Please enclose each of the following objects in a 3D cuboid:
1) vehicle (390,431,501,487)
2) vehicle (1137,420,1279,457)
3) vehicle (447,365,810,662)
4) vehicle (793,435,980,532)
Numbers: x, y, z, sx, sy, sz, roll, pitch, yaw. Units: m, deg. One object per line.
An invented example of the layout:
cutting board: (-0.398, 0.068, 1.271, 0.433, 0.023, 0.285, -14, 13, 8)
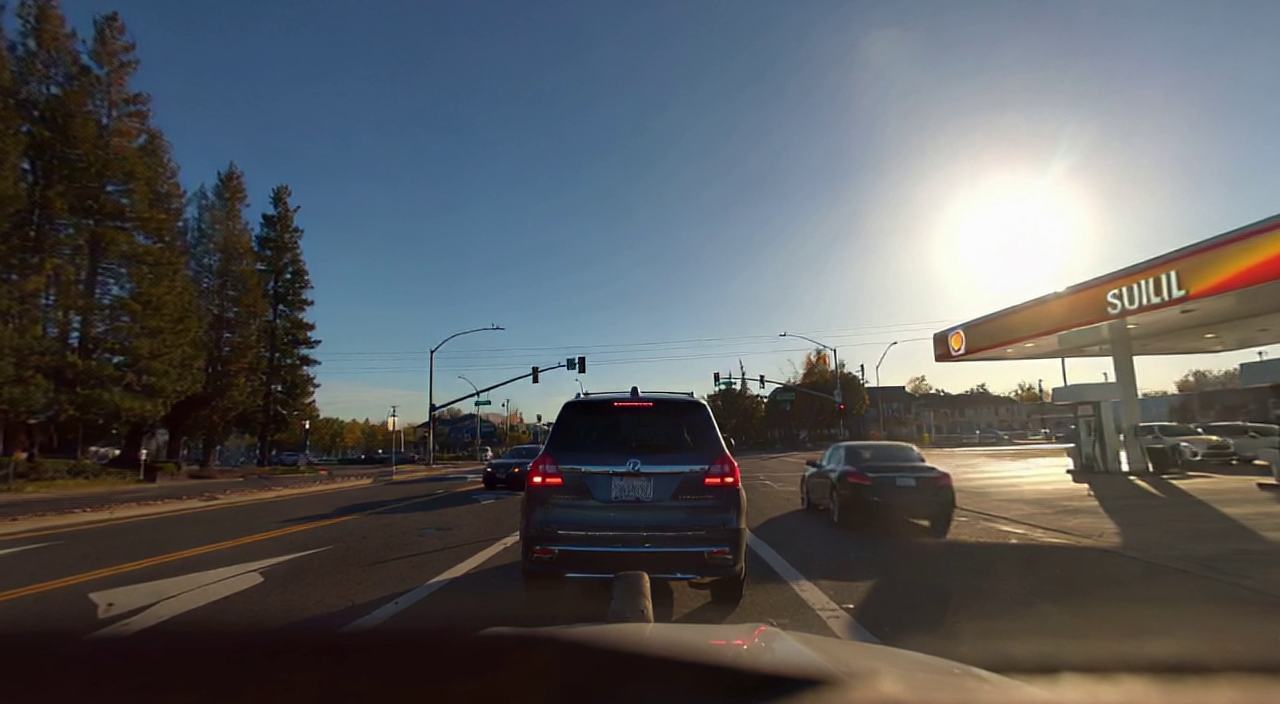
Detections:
vehicle: (-6.647, 3.712, 22.169, 2.065, 1.753, 4.525, -1, -9, 6)
vehicle: (25.930, 3.969, 28.783, 4.551, 1.616, 1.973, -2, -9, 11)
vehicle: (0.007, 1.317, 6.131, 2.236, 1.819, 4.291, -1, -9, 2)
vehicle: (4.416, 2.403, 12.175, 2.041, 1.490, 4.471, -1, -9, 4)
